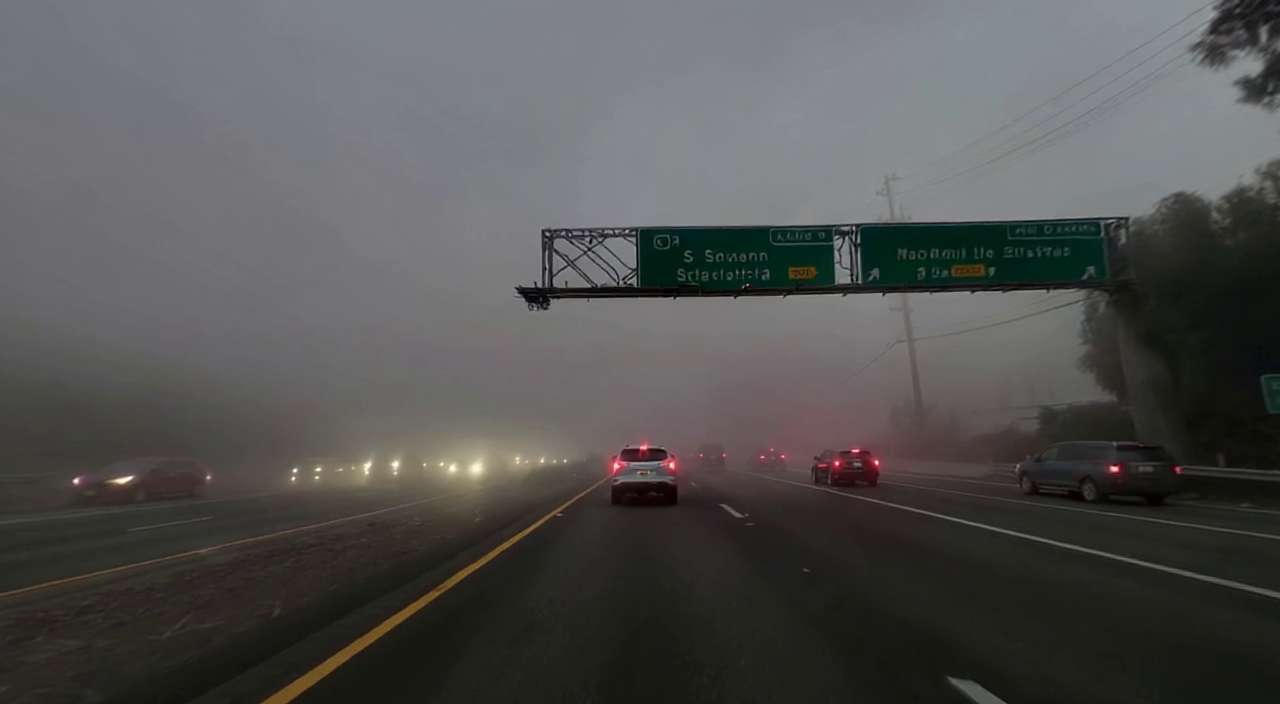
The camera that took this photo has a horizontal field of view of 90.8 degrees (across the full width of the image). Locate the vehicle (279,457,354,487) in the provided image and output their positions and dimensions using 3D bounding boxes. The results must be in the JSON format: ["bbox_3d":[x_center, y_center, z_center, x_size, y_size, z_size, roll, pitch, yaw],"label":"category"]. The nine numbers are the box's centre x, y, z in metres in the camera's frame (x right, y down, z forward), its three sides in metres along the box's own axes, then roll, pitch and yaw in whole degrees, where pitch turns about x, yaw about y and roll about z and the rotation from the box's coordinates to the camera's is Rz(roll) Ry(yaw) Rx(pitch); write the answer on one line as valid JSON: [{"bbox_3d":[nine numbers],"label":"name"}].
[{"bbox_3d":[-17.526,6.488,34.447,1.752,1.449,4.321,0,-9,1],"label":"vehicle"}]

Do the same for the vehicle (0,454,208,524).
[{"bbox_3d":[-13.864,3.410,16.363,1.938,1.468,4.656,0,-9,2],"label":"vehicle"}]

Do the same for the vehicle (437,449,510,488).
[{"bbox_3d":[-7.442,5.243,28.764,2.004,1.596,4.520,0,-9,2],"label":"vehicle"}]

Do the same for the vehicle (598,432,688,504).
[{"bbox_3d":[0.073,3.292,18.368,2.298,1.809,4.359,0,-9,0],"label":"vehicle"}]

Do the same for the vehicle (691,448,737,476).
[{"bbox_3d":[4.233,6.331,36.676,2.115,1.481,3.968,0,-9,-1],"label":"vehicle"}]

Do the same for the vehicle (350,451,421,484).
[{"bbox_3d":[-14.518,6.582,36.357,2.032,1.721,4.683,0,-9,1],"label":"vehicle"}]

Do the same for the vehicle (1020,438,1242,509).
[{"bbox_3d":[11.802,2.918,15.708,1.901,1.485,4.483,0,-9,0],"label":"vehicle"}]

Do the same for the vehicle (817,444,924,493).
[{"bbox_3d":[7.564,3.843,21.216,1.958,1.473,4.201,0,-9,0],"label":"vehicle"}]

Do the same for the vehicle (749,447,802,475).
[{"bbox_3d":[7.549,6.127,35.651,1.934,1.461,4.368,0,-9,-1],"label":"vehicle"}]
